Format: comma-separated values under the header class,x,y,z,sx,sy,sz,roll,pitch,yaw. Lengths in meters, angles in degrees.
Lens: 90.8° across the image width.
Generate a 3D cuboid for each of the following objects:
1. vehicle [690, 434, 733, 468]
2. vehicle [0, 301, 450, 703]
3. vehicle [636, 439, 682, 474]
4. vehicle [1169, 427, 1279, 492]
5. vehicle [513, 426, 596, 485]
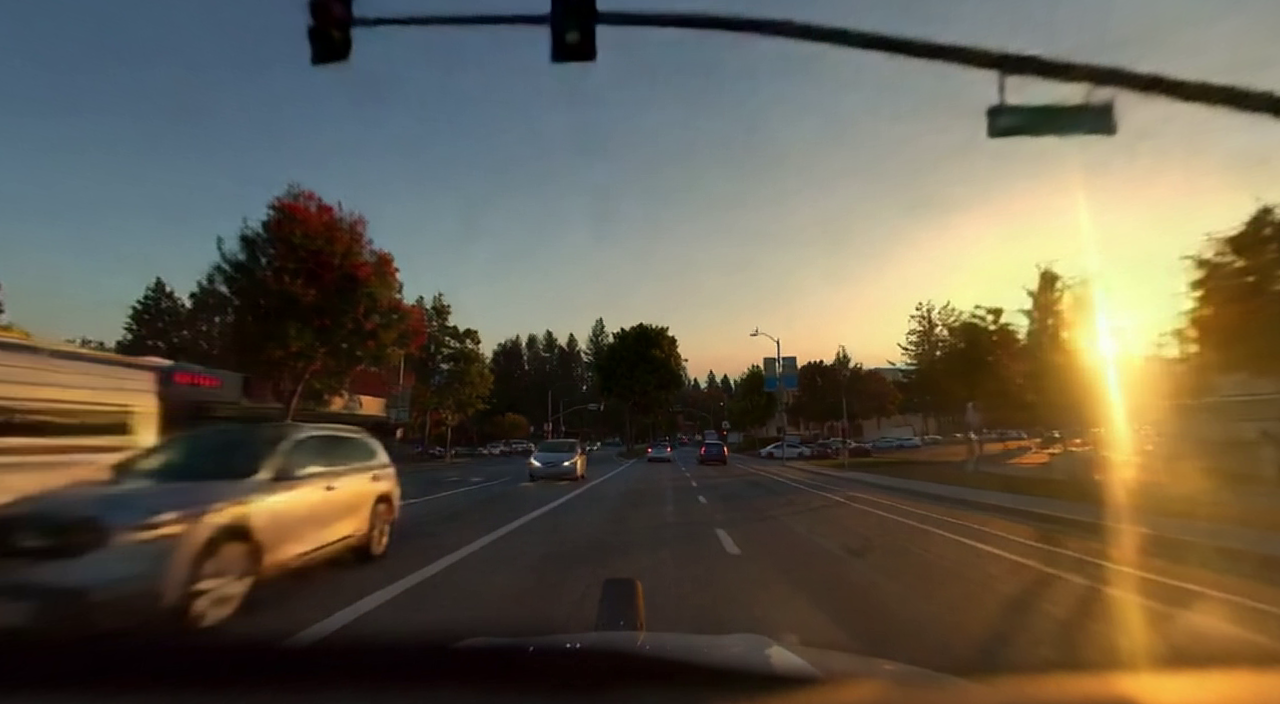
class,x,y,z,sx,sy,sz,roll,pitch,yaw
vehicle,3.948,5.570,35.775,2.046,1.768,4.370,0,-8,2
vehicle,-3.845,1.130,5.631,2.298,1.905,5.777,0,-8,2
vehicle,0.808,4.615,28.101,1.917,1.418,3.987,0,-8,0
vehicle,18.295,2.713,14.919,2.618,1.565,11.353,-3,-6,4
vehicle,-2.774,3.501,21.667,2.092,1.779,4.468,0,-8,1
